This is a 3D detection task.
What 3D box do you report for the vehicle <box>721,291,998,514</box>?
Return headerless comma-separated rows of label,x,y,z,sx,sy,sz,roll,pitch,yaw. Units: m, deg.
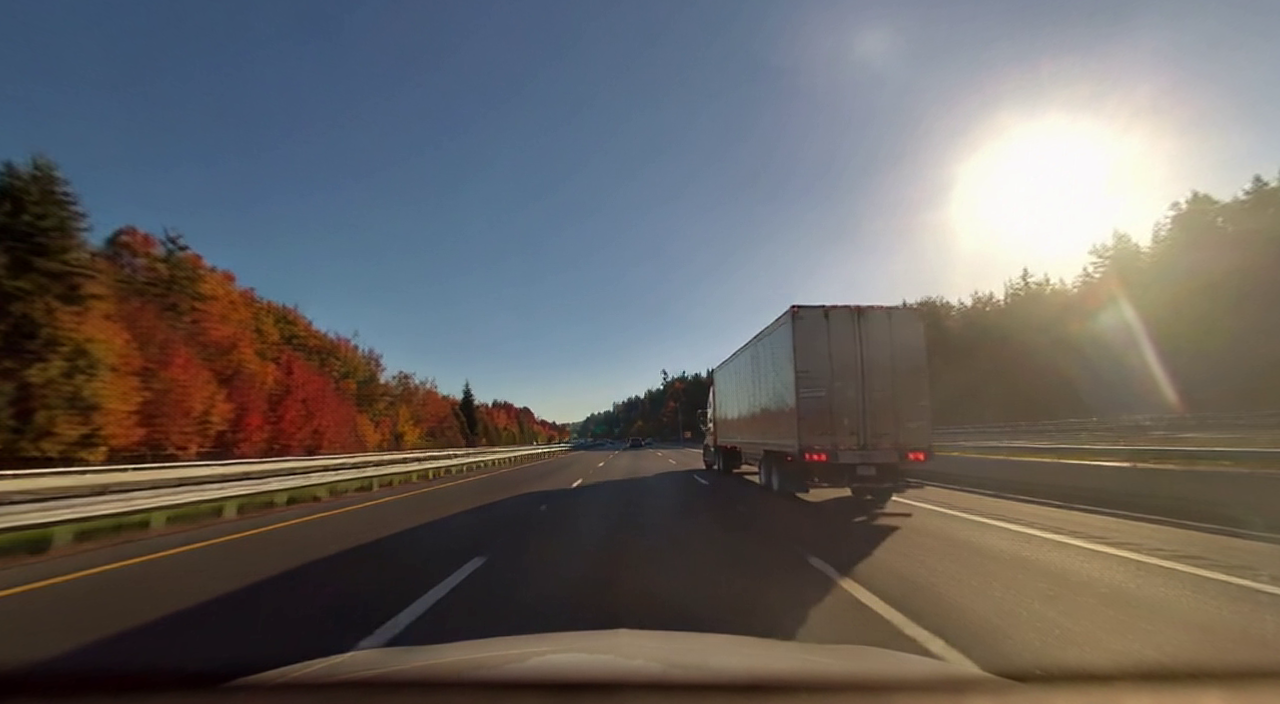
vehicle,4.350,1.444,15.360,3.348,3.847,8.908,0,-8,-1
